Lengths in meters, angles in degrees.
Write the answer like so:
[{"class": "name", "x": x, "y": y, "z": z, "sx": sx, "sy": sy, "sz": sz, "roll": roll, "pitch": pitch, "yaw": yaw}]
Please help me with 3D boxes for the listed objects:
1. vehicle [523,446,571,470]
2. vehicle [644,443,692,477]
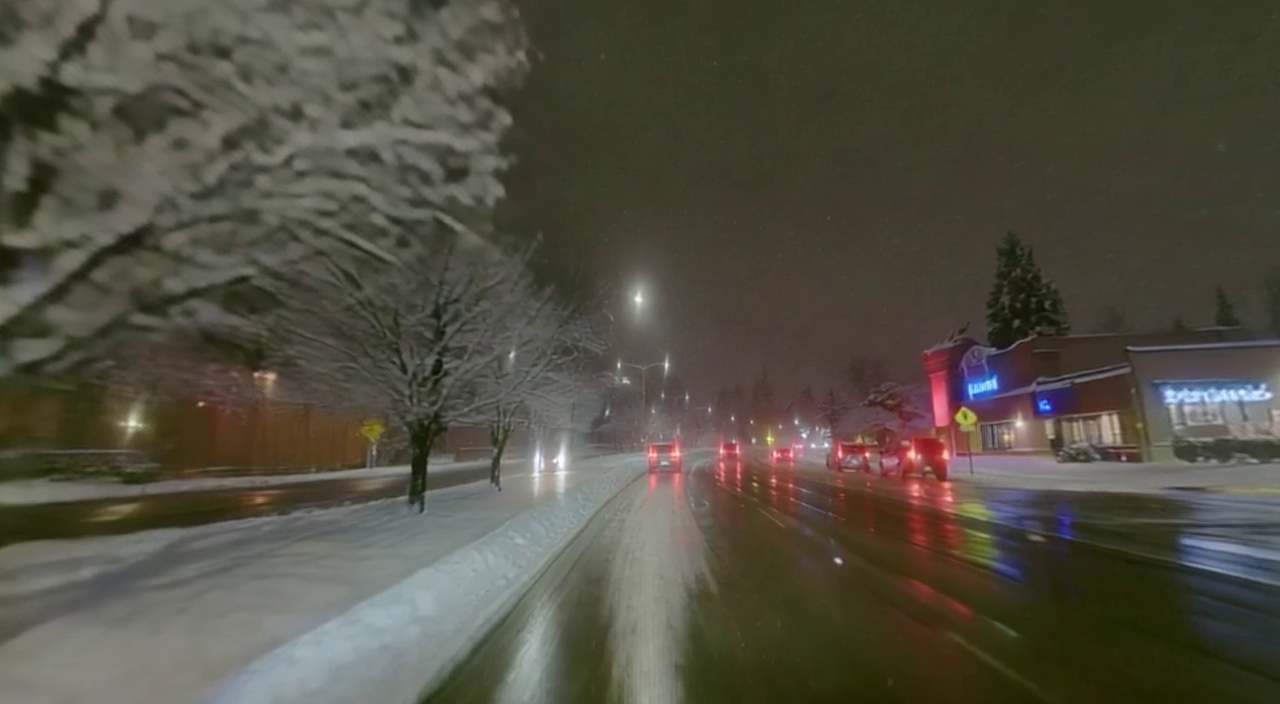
[{"class": "vehicle", "x": -6.090, "y": 7.008, "z": 42.049, "sx": 2.063, "sy": 1.483, "sz": 4.751, "roll": -1, "pitch": -8, "yaw": 5}, {"class": "vehicle", "x": 1.395, "y": 5.084, "z": 29.953, "sx": 2.095, "sy": 1.456, "sz": 3.873, "roll": -1, "pitch": -8, "yaw": 5}]
